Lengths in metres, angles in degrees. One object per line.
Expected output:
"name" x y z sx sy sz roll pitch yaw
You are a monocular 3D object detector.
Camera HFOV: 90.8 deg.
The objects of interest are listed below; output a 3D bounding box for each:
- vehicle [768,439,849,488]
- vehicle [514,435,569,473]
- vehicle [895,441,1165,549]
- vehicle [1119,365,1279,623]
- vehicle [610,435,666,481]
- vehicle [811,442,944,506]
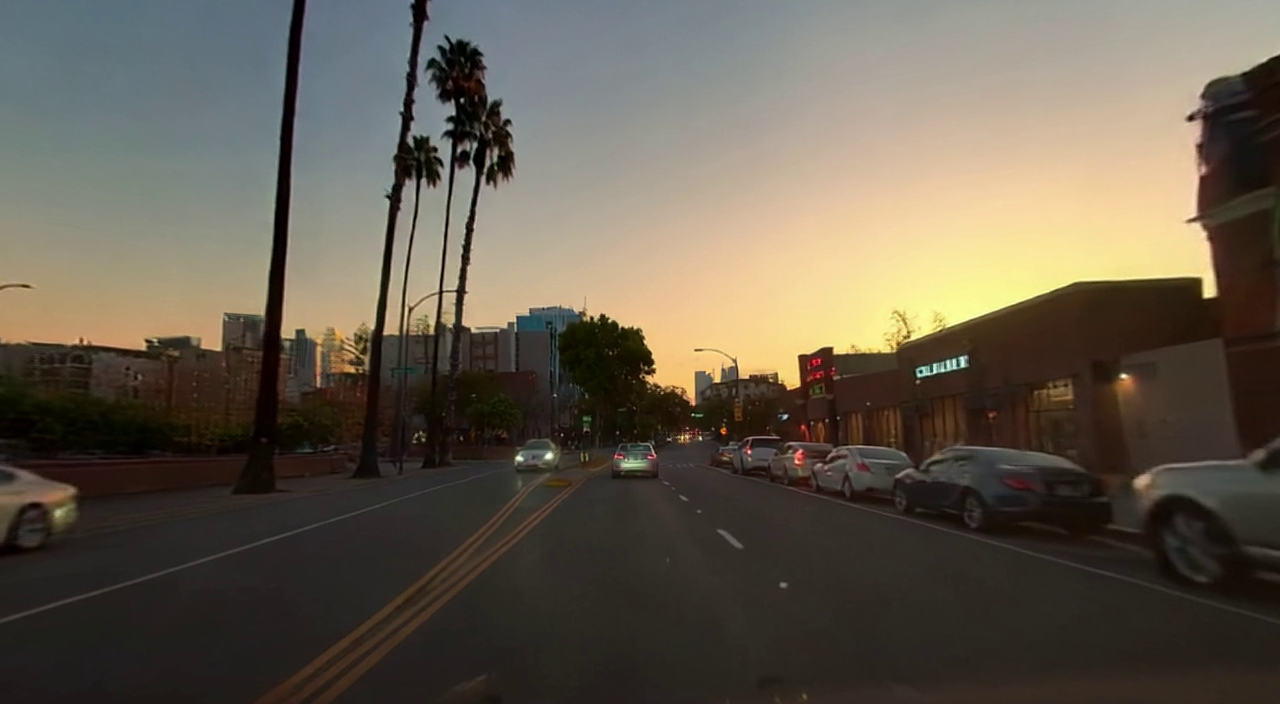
"vehicle" 6.044 4.029 23.127 1.747 1.619 4.157 0 -9 -1
"vehicle" -5.028 5.278 32.868 2.188 1.797 4.358 0 -9 0
"vehicle" 6.340 2.324 11.052 1.810 1.472 4.422 0 -8 -1
"vehicle" 6.340 0.955 3.800 2.257 2.074 5.857 0 -9 0
"vehicle" -0.100 4.277 25.725 2.063 1.664 4.471 0 -8 -1
"vehicle" 6.214 3.218 17.164 1.885 1.506 4.302 0 -9 -1
